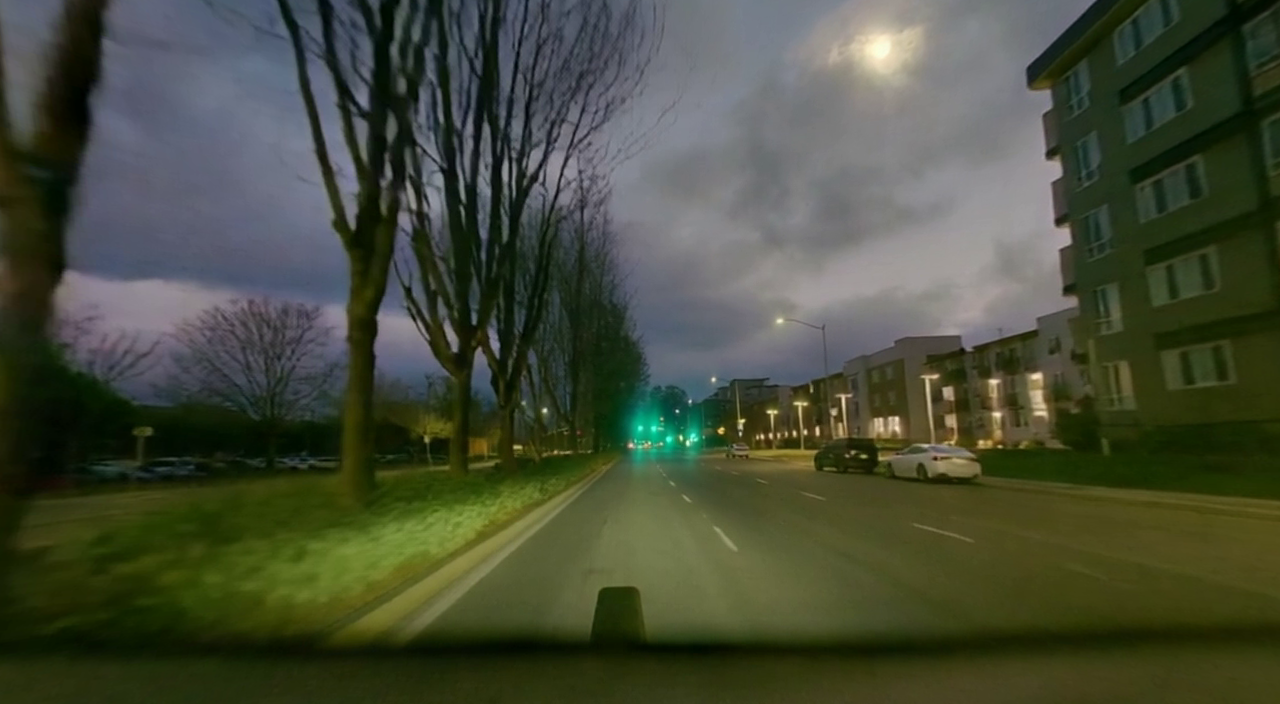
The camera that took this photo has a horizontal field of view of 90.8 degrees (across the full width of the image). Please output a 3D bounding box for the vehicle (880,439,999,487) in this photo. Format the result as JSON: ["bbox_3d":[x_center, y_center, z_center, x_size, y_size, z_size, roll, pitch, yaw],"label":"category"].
[{"bbox_3d":[10.100,3.762,21.761,1.964,1.477,4.459,0,-9,0],"label":"vehicle"}]

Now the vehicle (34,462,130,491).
[{"bbox_3d":[-32.843,7.315,37.244,3.802,1.590,1.968,-1,-9,3],"label":"vehicle"}]

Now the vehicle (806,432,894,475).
[{"bbox_3d":[9.860,4.814,30.201,2.272,1.843,4.913,1,-9,-3],"label":"vehicle"}]
